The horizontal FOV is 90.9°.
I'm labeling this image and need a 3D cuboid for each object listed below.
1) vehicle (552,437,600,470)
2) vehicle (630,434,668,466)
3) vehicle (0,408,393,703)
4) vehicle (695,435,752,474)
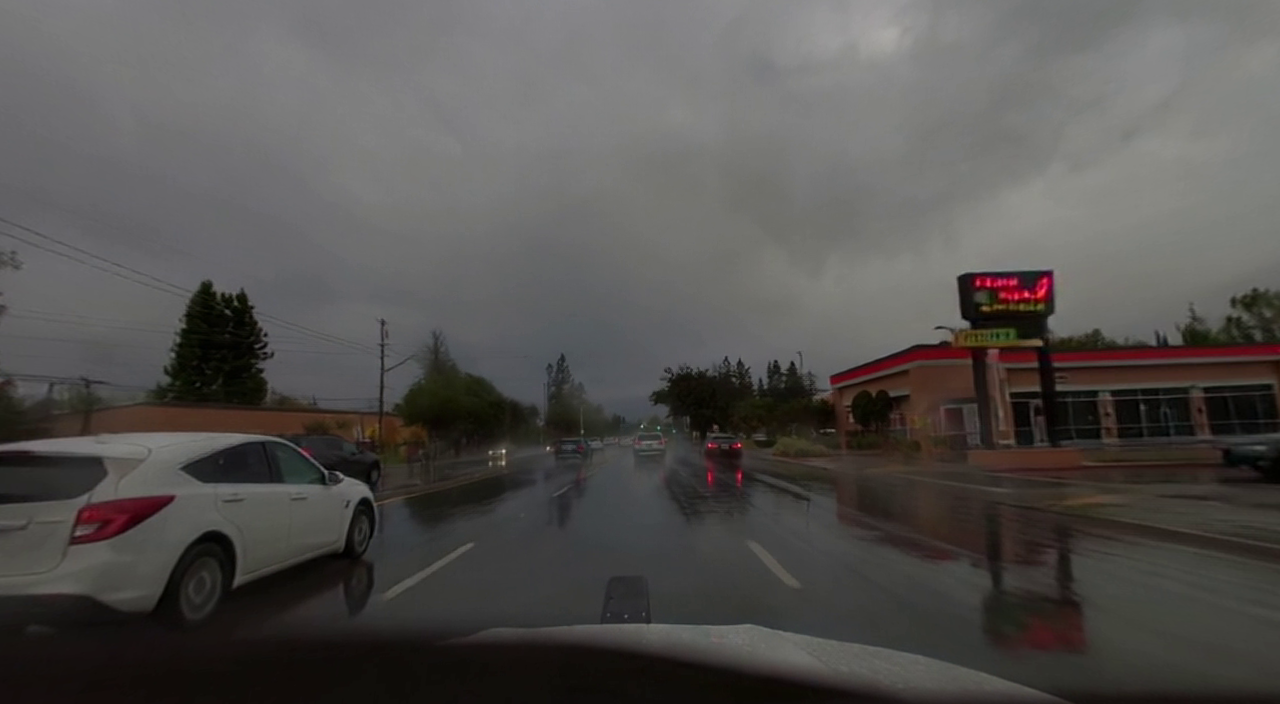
[{"bbox_3d":[-3.420,5.520,34.431,2.026,1.665,4.193,0,-8,2],"label":"vehicle"},{"bbox_3d":[0.524,5.984,38.578,2.193,1.873,4.033,0,-8,0],"label":"vehicle"},{"bbox_3d":[-3.921,1.338,5.225,1.908,1.481,4.351,0,-8,1],"label":"vehicle"},{"bbox_3d":[3.584,4.471,27.634,1.922,1.579,3.642,0,-8,-1],"label":"vehicle"}]
